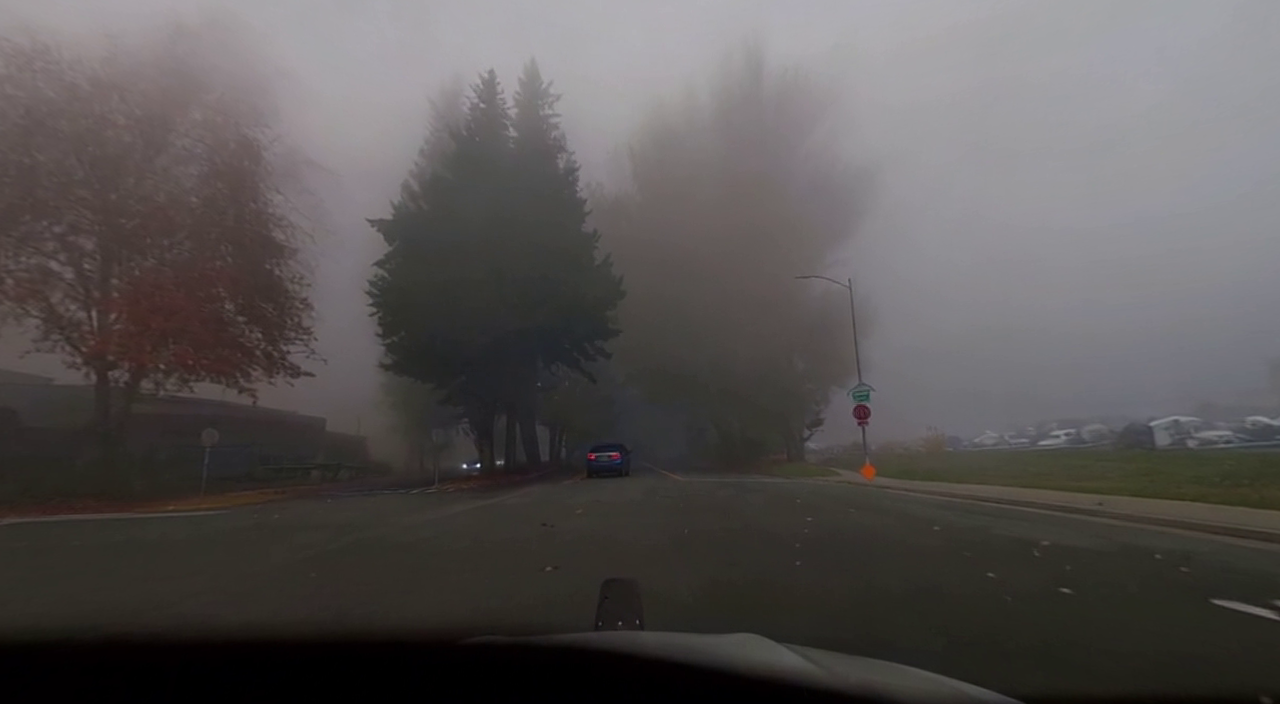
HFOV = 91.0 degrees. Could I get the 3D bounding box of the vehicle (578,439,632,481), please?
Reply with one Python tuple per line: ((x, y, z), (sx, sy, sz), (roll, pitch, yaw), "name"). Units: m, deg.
((-1.733, 5.681, 33.425), (2.284, 2.012, 5.607), (-1, -9, 3), "vehicle")
